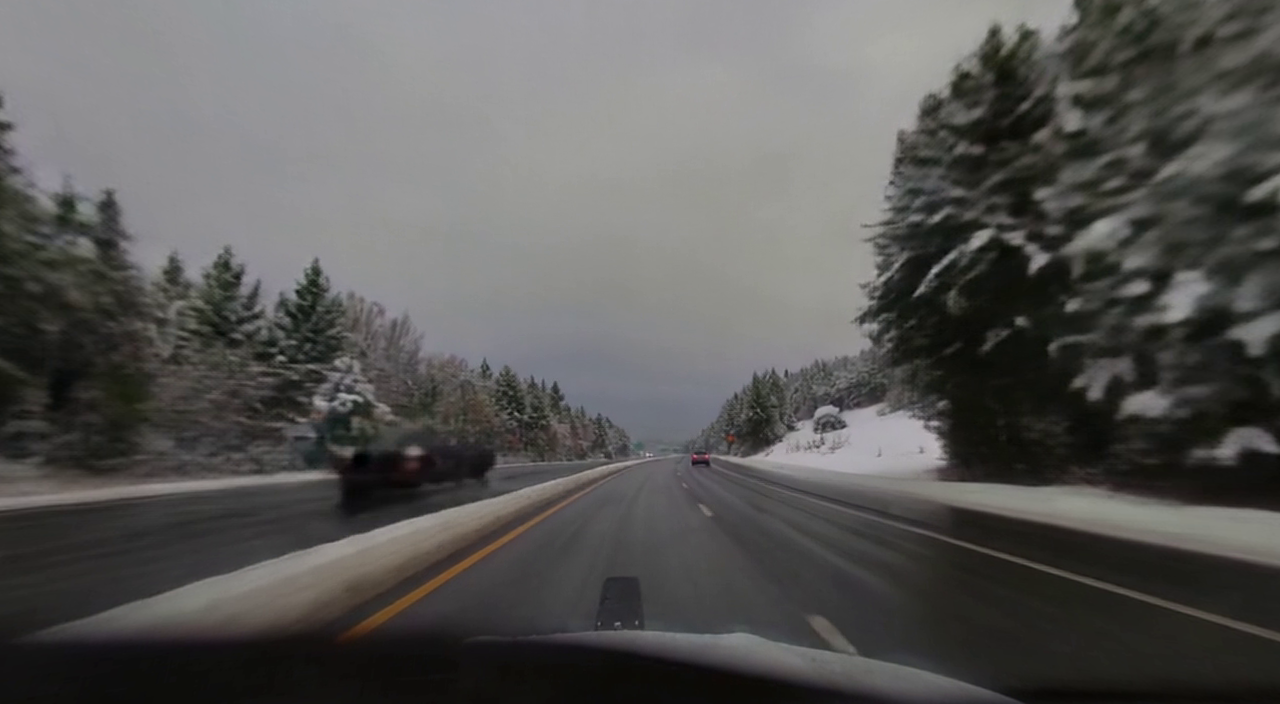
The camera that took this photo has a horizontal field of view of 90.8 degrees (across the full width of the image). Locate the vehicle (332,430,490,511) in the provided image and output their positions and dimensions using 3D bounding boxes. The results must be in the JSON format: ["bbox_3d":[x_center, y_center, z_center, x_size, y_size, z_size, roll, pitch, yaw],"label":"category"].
[{"bbox_3d":[-5.683,2.995,16.538,2.220,1.780,4.870,0,-8,1],"label":"vehicle"}]
